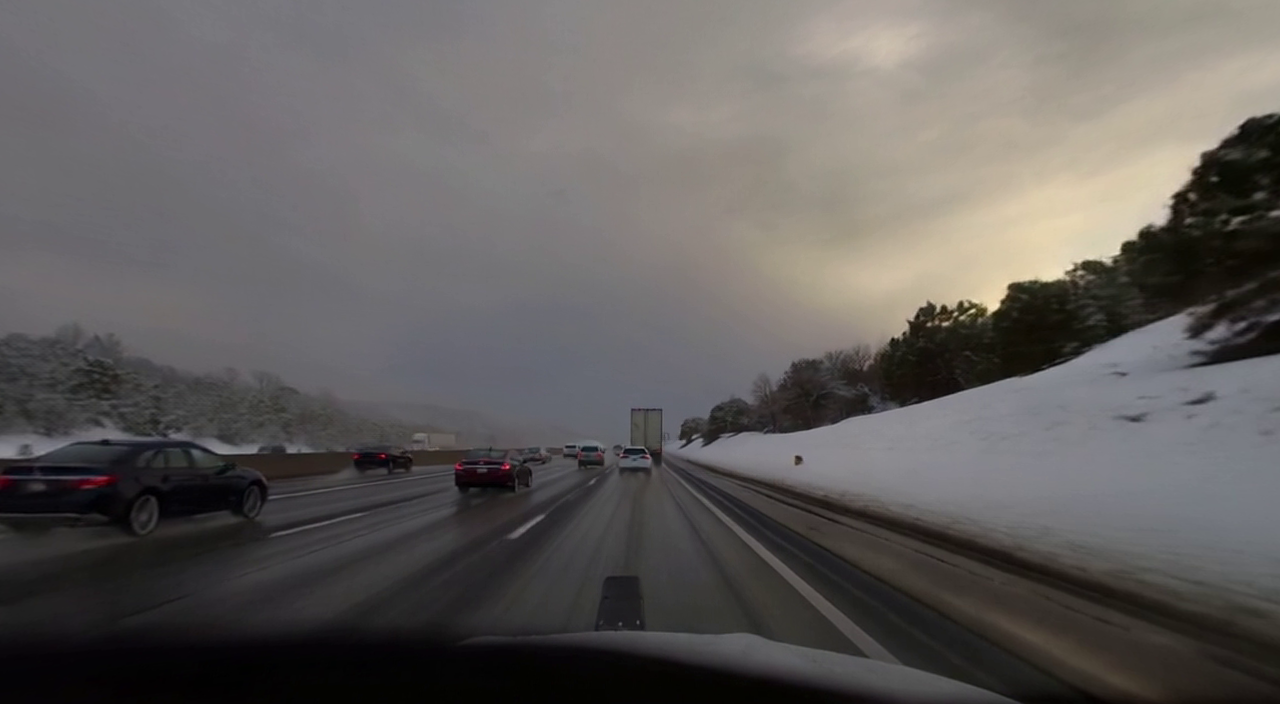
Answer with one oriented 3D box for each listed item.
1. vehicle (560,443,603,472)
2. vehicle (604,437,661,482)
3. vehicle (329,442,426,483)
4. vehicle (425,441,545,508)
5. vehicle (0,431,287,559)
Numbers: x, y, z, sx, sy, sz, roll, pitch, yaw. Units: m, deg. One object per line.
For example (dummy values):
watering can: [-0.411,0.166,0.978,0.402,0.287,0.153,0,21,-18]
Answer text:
vehicle: [-3.558,6.552,39.384,2.155,1.661,4.477,0,-9,1]
vehicle: [-0.294,4.731,27.894,2.281,1.795,4.297,1,-9,0]
vehicle: [-10.636,4.497,25.935,1.950,1.507,4.527,1,-9,1]
vehicle: [-3.877,3.147,16.677,1.943,1.468,4.547,1,-9,1]
vehicle: [-7.725,2.041,9.734,2.029,1.507,4.204,1,-9,1]
